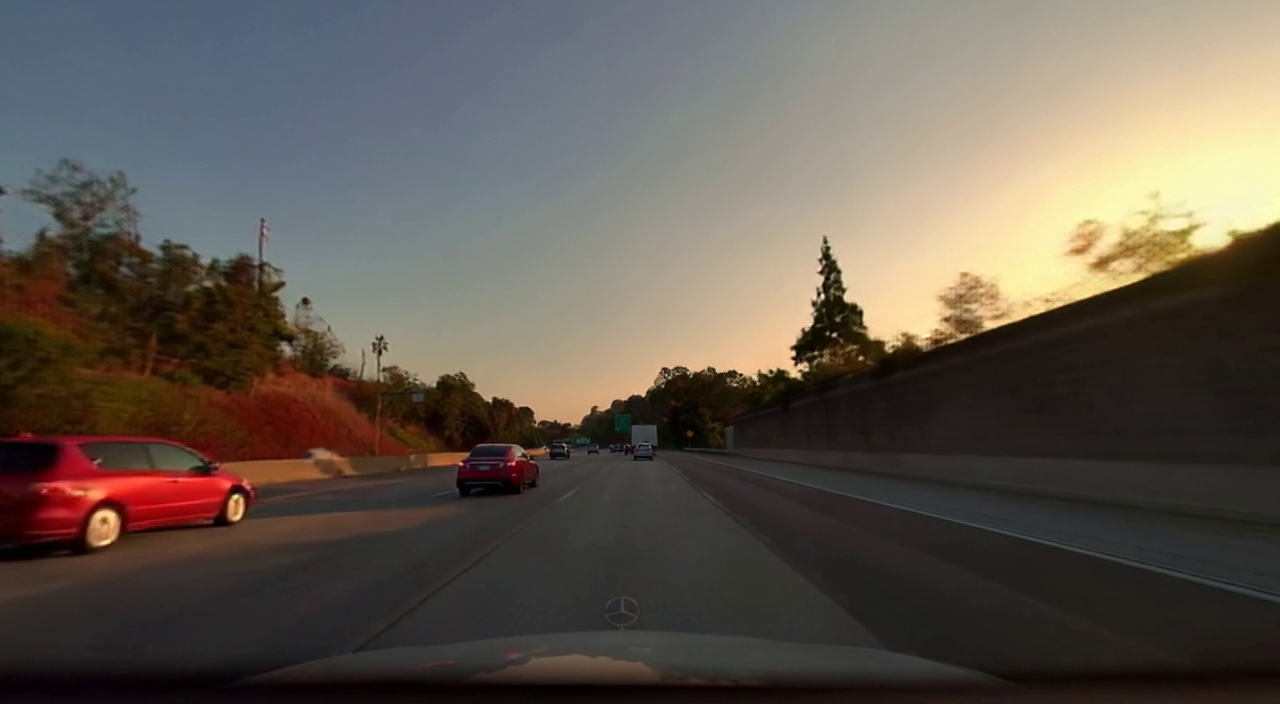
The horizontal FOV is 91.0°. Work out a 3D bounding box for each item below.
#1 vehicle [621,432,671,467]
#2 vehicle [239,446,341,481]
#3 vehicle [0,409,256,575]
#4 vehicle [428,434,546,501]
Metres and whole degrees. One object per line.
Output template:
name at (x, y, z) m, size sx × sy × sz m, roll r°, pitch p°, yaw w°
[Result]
vehicle at (0.306, 5.876, 38.043) m, size 2.856 × 1.994 × 4.931 m, roll 0°, pitch -8°, yaw -1°
vehicle at (-17.111, 5.453, 31.149) m, size 2.105 × 1.551 × 5.065 m, roll 0°, pitch -8°, yaw 1°
vehicle at (-7.648, 1.706, 8.307) m, size 2.189 × 1.673 × 4.699 m, roll 0°, pitch -8°, yaw 0°
vehicle at (-3.833, 2.970, 16.608) m, size 2.000 × 1.512 × 4.371 m, roll 0°, pitch -8°, yaw 0°
